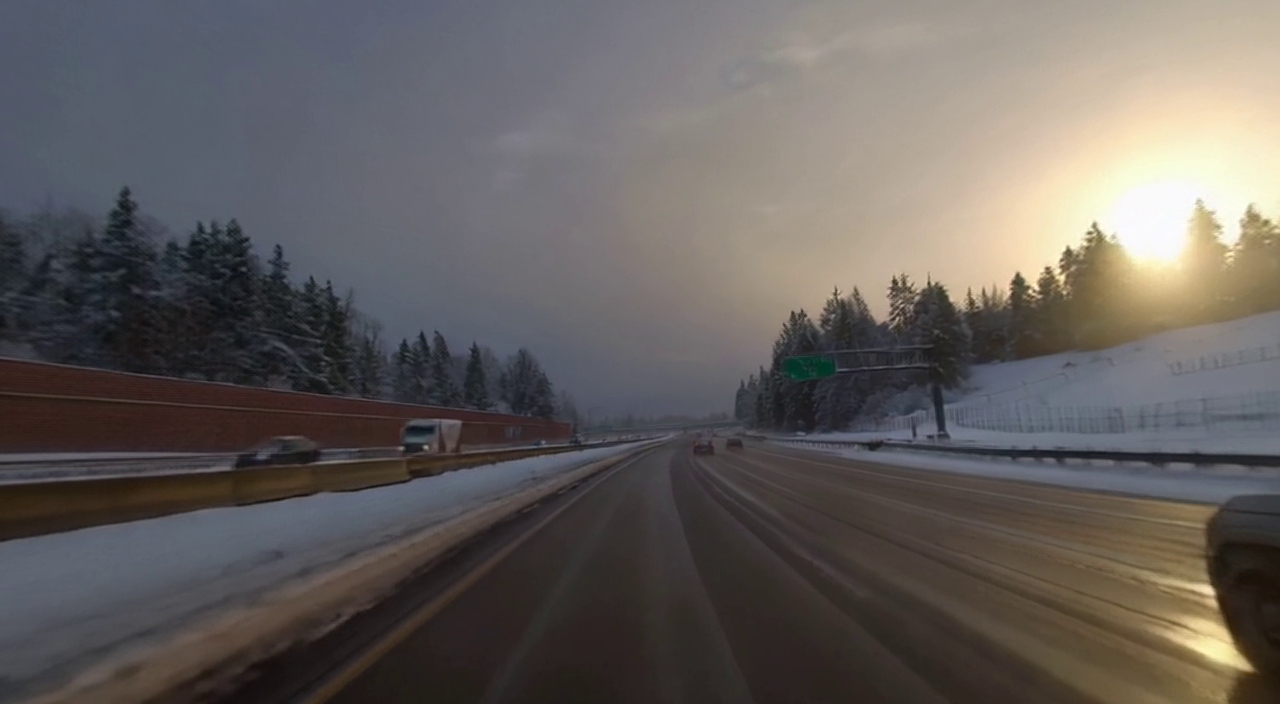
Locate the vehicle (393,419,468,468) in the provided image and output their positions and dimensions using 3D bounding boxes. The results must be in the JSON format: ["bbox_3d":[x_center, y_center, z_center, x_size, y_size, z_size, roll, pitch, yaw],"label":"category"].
[{"bbox_3d":[-12.655,5.634,38.648,2.503,2.743,5.712,0,-8,1],"label":"vehicle"}]

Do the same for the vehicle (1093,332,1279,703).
[{"bbox_3d":[3.829,0.617,1.405,2.190,1.783,4.637,0,-8,1],"label":"vehicle"}]

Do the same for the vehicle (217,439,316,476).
[{"bbox_3d":[-17.802,5.037,30.366,1.984,1.635,4.627,0,-8,-1],"label":"vehicle"}]
